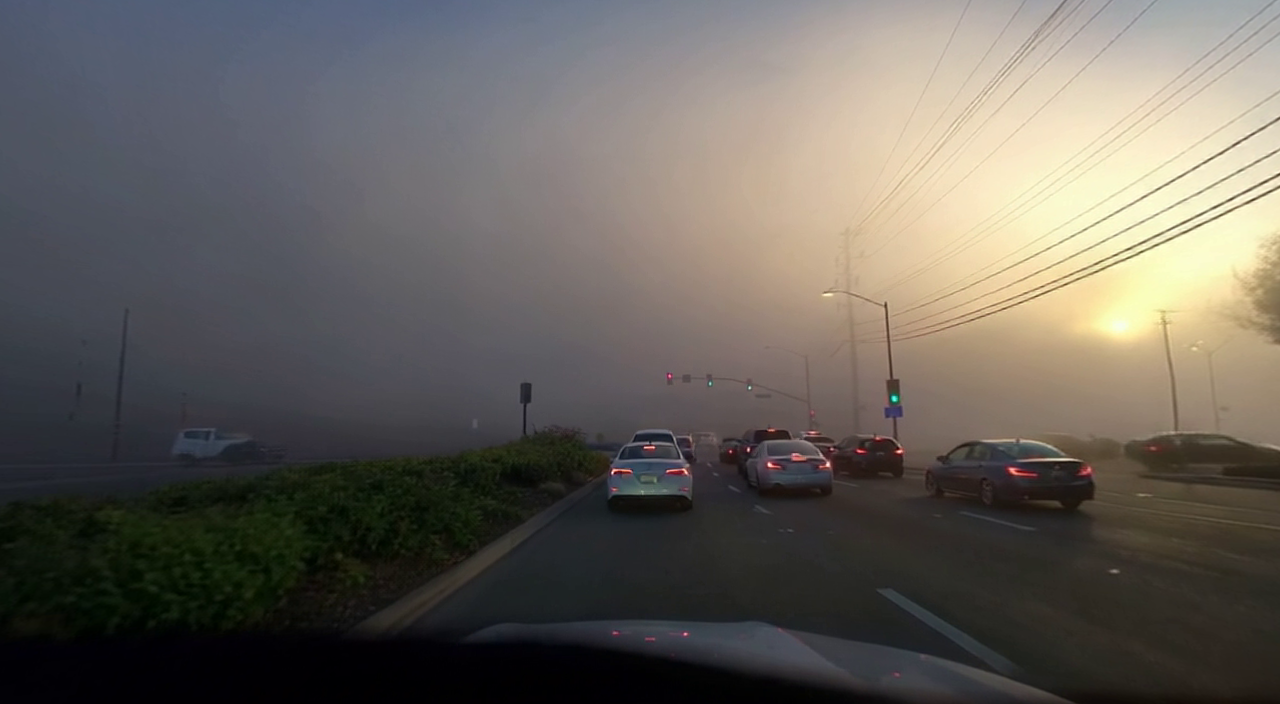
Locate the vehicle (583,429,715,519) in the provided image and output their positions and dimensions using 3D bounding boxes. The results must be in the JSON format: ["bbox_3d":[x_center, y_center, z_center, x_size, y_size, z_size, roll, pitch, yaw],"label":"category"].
[{"bbox_3d":[0.174,2.382,12.833,2.208,1.498,4.401,0,-8,1],"label":"vehicle"}]

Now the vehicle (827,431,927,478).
[{"bbox_3d":[8.650,3.781,23.498,1.966,1.536,4.666,0,-8,1],"label":"vehicle"}]

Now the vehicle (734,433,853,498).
[{"bbox_3d":[3.828,2.926,16.626,2.028,1.454,4.531,0,-8,1],"label":"vehicle"}]

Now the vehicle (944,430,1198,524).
[{"bbox_3d":[7.974,2.337,12.346,1.905,1.483,4.469,-1,-8,2],"label":"vehicle"}]
